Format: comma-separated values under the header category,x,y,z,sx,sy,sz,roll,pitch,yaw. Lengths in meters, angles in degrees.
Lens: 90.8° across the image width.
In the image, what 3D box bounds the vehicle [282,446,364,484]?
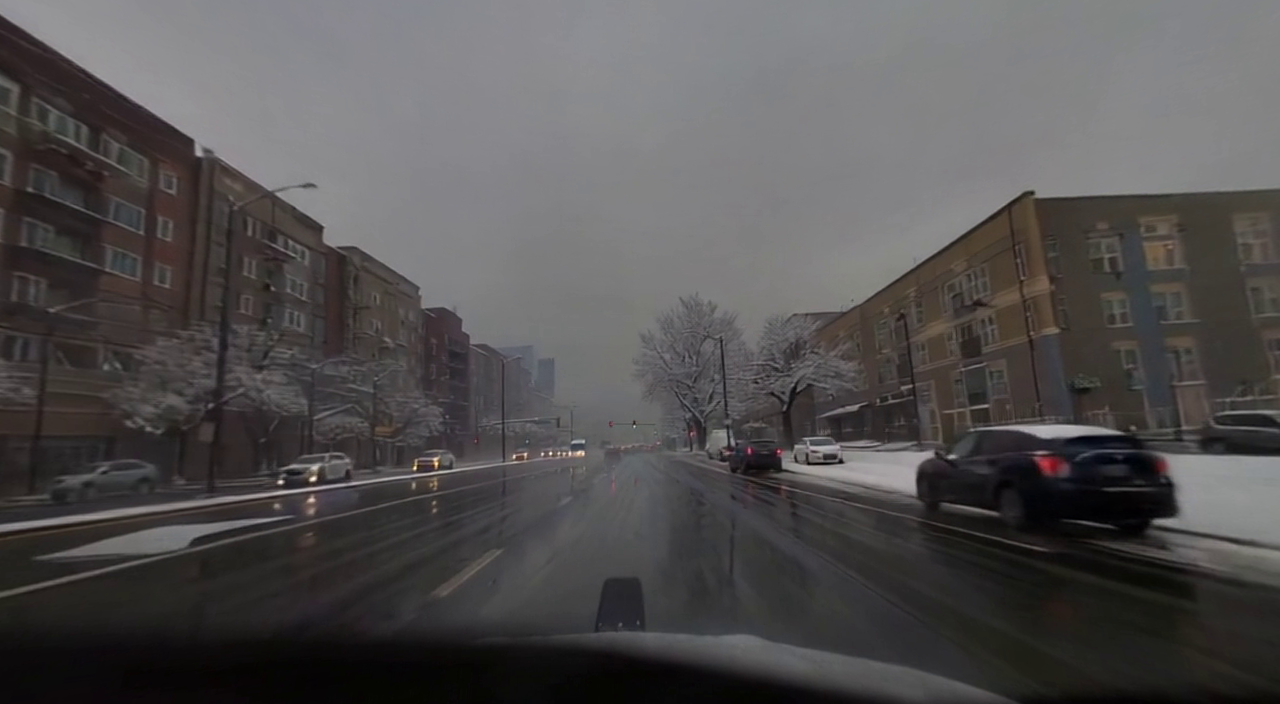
category,x,y,z,sx,sy,sz,roll,pitch,yaw
vehicle,-15.798,5.595,31.772,1.888,1.744,4.355,0,-8,0

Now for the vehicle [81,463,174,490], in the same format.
category,x,y,z,sx,sy,sz,roll,pitch,yaw
vehicle,-33.753,8.173,41.652,4.700,1.643,1.973,-1,-9,8

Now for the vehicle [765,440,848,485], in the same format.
category,x,y,z,sx,sy,sz,roll,pitch,yaw
vehicle,6.612,4.438,25.676,2.063,1.631,4.507,0,-8,-1

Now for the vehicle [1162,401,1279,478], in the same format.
category,x,y,z,sx,sy,sz,roll,pitch,yaw
vehicle,15.087,1.957,14.169,4.830,1.605,1.982,-1,-8,4

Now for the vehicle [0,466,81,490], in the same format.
category,x,y,z,sx,sy,sz,roll,pitch,yaw
vehicle,-39.630,8.204,41.227,4.522,1.438,1.863,-1,-8,3

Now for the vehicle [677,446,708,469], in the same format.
category,x,y,z,sx,sy,sz,roll,pitch,yaw
vehicle,3.737,7.547,45.566,1.878,1.534,4.120,0,-8,-1

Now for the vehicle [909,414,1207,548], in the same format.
category,x,y,z,sx,sy,sz,roll,pitch,yaw
vehicle,6.510,2.045,10.669,2.175,1.770,4.373,-1,-8,3
